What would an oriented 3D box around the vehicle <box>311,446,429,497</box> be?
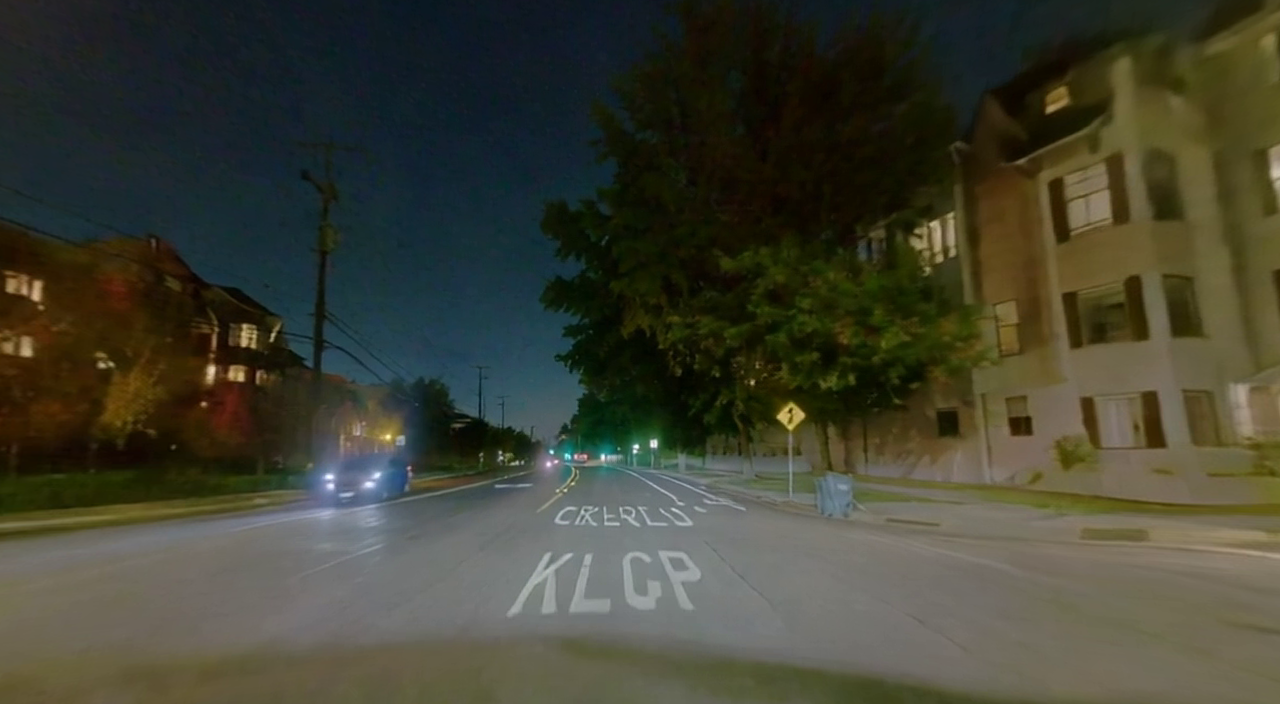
[{"bbox_3d":[-10.094,4.464,24.091,2.053,1.727,4.651,-1,-8,6],"label":"vehicle"}]
